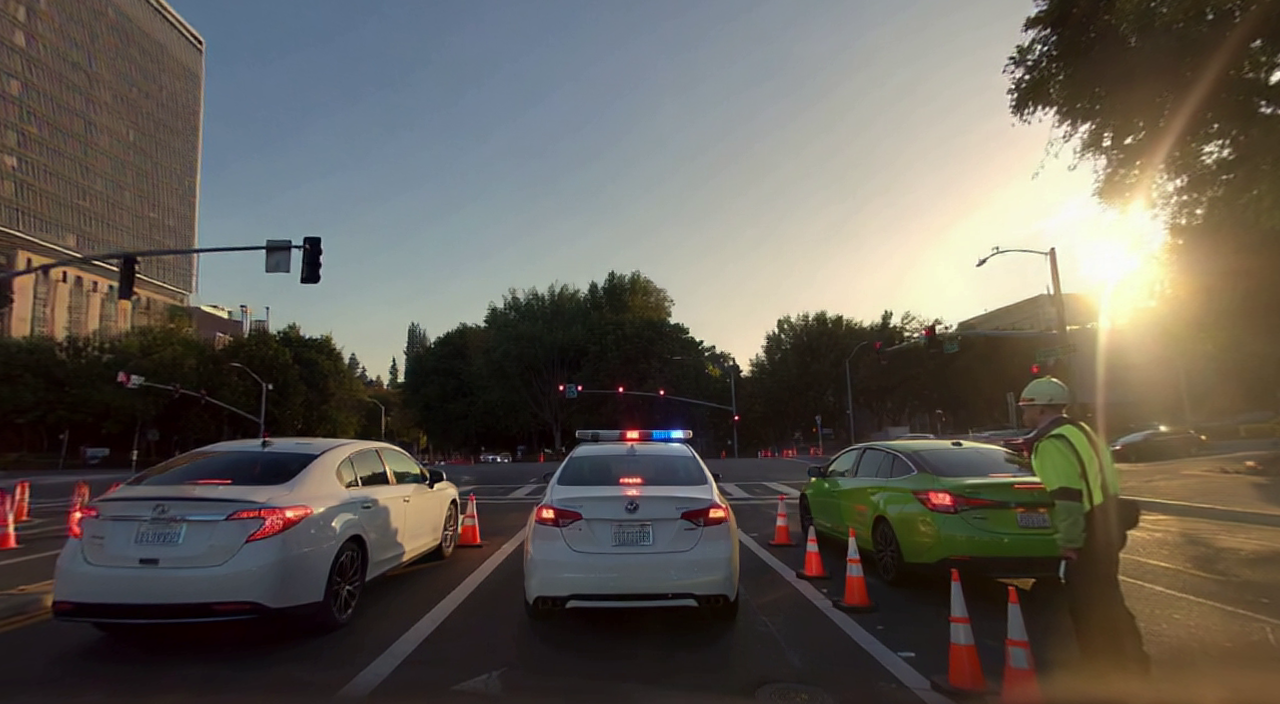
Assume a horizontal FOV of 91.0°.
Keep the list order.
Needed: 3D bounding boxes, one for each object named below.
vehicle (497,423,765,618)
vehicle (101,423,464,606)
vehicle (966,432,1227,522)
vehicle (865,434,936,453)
[{"bbox_3d":[-0.113,1.625,7.093,2.061,1.486,4.332,0,-8,-1],"label":"vehicle"},{"bbox_3d":[-3.600,1.676,7.390,1.863,1.526,4.006,0,-8,1],"label":"vehicle"},{"bbox_3d":[9.375,2.578,13.595,1.957,1.576,4.670,0,-9,-3],"label":"vehicle"},{"bbox_3d":[20.614,7.255,49.909,4.827,1.484,1.883,0,-9,0],"label":"vehicle"}]
